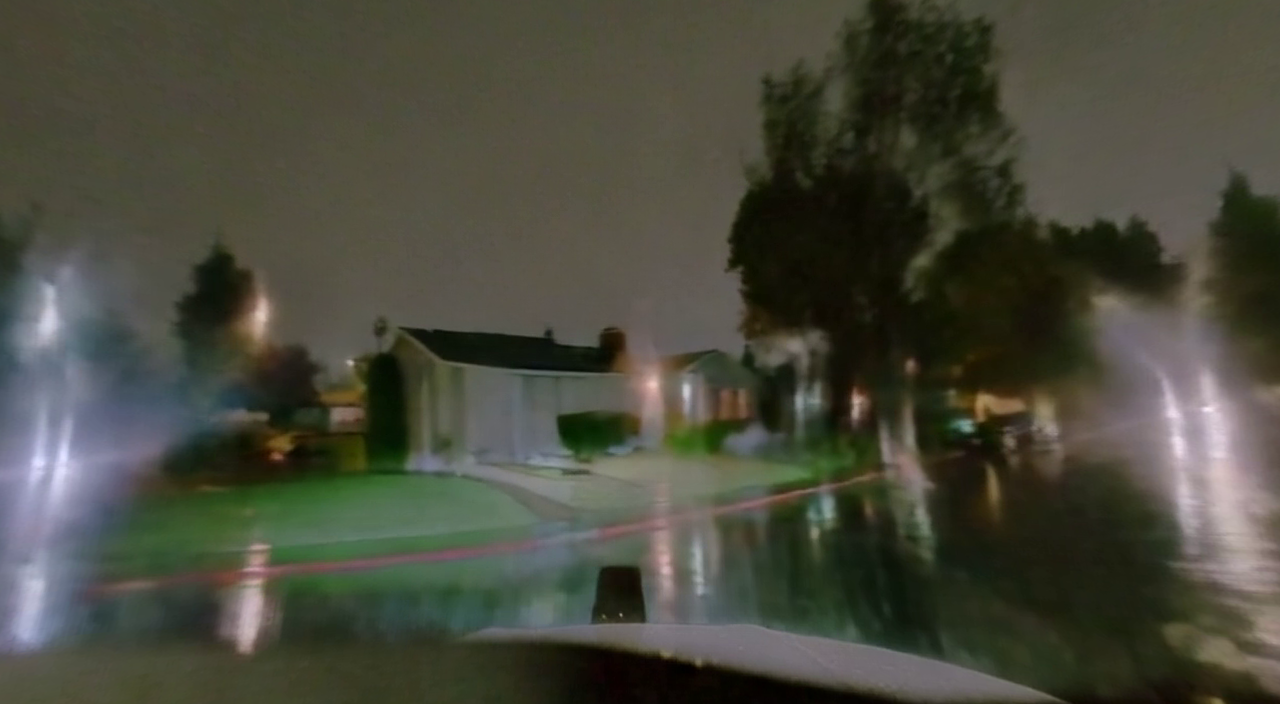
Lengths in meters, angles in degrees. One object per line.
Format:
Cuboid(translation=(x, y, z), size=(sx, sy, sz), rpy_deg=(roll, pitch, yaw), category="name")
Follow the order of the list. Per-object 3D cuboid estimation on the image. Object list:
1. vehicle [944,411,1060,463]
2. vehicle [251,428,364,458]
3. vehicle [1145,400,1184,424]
Cuboid(translation=(11.774, 2.742, 20.439), size=(4.292, 1.490, 1.954), rpy_deg=(7, -11, -42), category="vehicle")
Cuboid(translation=(-17.434, 4.770, 33.273), size=(4.799, 1.469, 2.010), rpy_deg=(7, -11, -44), category="vehicle")
Cuboid(translation=(41.530, 4.787, 49.988), size=(4.066, 1.655, 1.805), rpy_deg=(7, -11, -44), category="vehicle")
